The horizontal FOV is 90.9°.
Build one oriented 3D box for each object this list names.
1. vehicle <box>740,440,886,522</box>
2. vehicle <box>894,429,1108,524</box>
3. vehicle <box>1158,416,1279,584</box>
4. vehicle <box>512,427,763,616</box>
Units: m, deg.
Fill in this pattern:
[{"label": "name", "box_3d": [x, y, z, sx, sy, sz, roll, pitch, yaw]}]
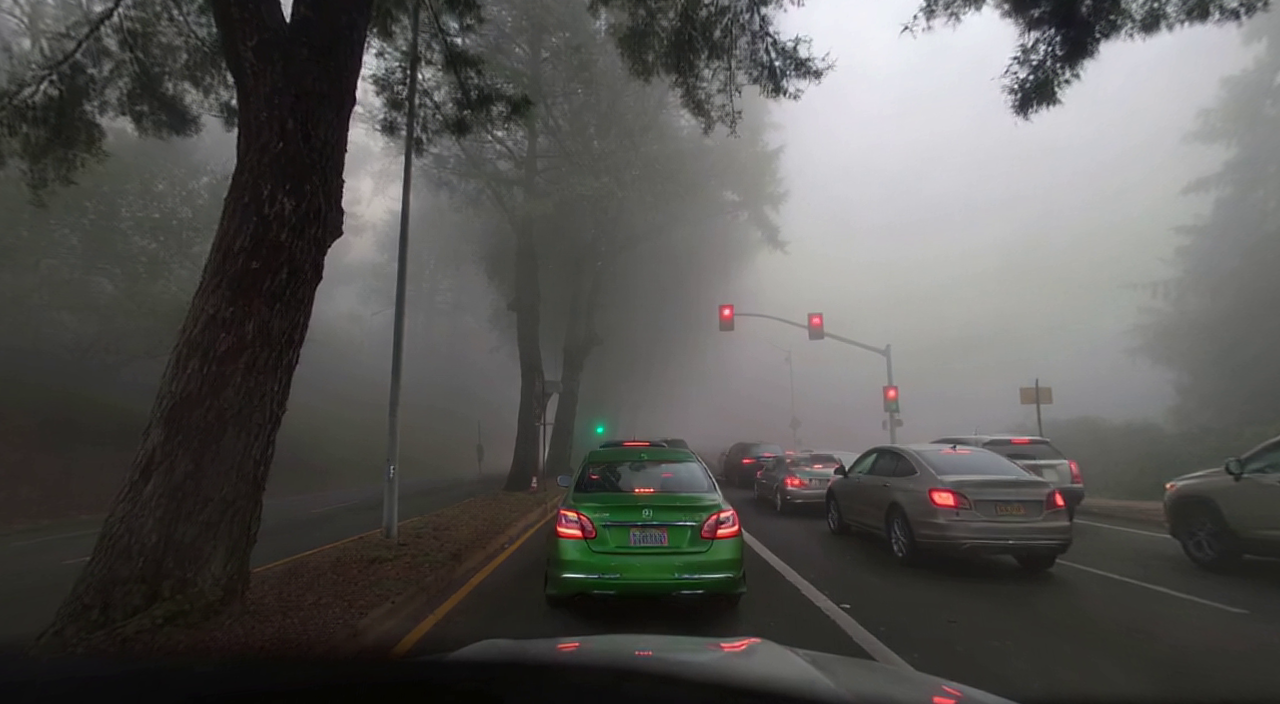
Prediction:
[{"label": "vehicle", "box_3d": [3.527, 2.721, 13.823, 1.934, 1.494, 4.446, 0, -9, 0]}, {"label": "vehicle", "box_3d": [7.022, 2.465, 12.897, 1.923, 1.611, 4.094, 0, -9, 0]}, {"label": "vehicle", "box_3d": [6.941, 1.333, 5.560, 1.783, 1.572, 3.421, 0, -9, 1]}, {"label": "vehicle", "box_3d": [0.007, 1.678, 7.101, 2.015, 1.502, 3.898, 0, -9, 1]}]
